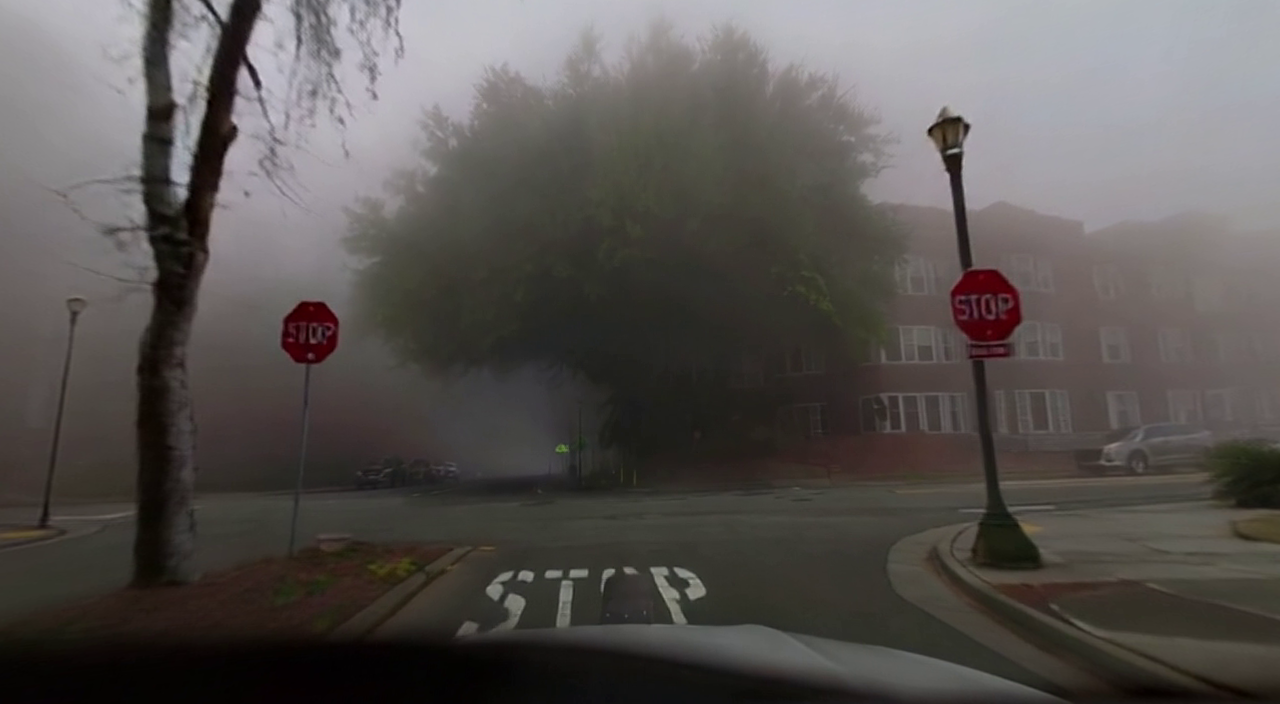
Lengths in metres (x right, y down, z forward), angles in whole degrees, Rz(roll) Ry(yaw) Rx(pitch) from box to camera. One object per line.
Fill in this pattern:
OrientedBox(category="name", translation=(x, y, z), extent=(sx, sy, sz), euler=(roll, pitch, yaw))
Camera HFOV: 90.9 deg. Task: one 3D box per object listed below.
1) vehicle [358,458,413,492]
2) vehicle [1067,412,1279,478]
OrientedBox(category="vehicle", translation=(-13.565, 6.537, 33.821), extent=(2.027, 1.475, 4.522), euler=(1, -8, -13))
OrientedBox(category="vehicle", translation=(18.433, 3.283, 22.027), extent=(5.213, 1.850, 2.126), euler=(-4, -10, 4))
